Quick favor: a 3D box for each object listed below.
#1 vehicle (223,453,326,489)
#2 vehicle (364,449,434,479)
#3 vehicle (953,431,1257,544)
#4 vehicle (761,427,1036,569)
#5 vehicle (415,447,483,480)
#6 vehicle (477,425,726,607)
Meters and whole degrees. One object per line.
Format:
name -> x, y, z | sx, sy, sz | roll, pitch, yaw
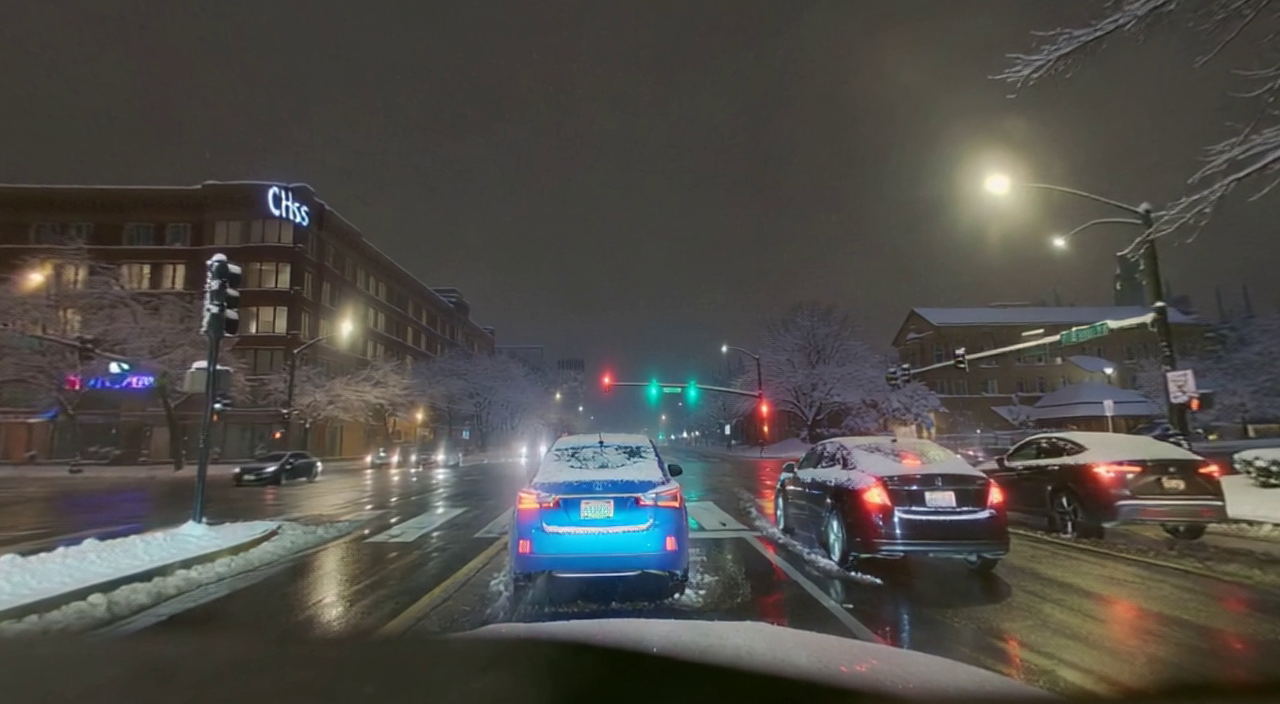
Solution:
vehicle -> -16.523, 5.369, 28.796 | 2.048, 1.463, 4.530 | 0, -8, -1
vehicle -> -12.978, 6.028, 34.224 | 2.049, 1.483, 4.407 | 0, -8, 0
vehicle -> 7.446, 2.165, 10.783 | 1.908, 1.517, 4.182 | 0, -8, -1
vehicle -> 3.216, 1.888, 8.967 | 2.042, 1.508, 4.109 | 0, -8, -2
vehicle -> -9.162, 5.345, 30.531 | 2.045, 1.492, 3.816 | 0, -8, 0
vehicle -> -0.367, 1.654, 7.286 | 2.059, 1.477, 3.988 | 0, -8, -1
